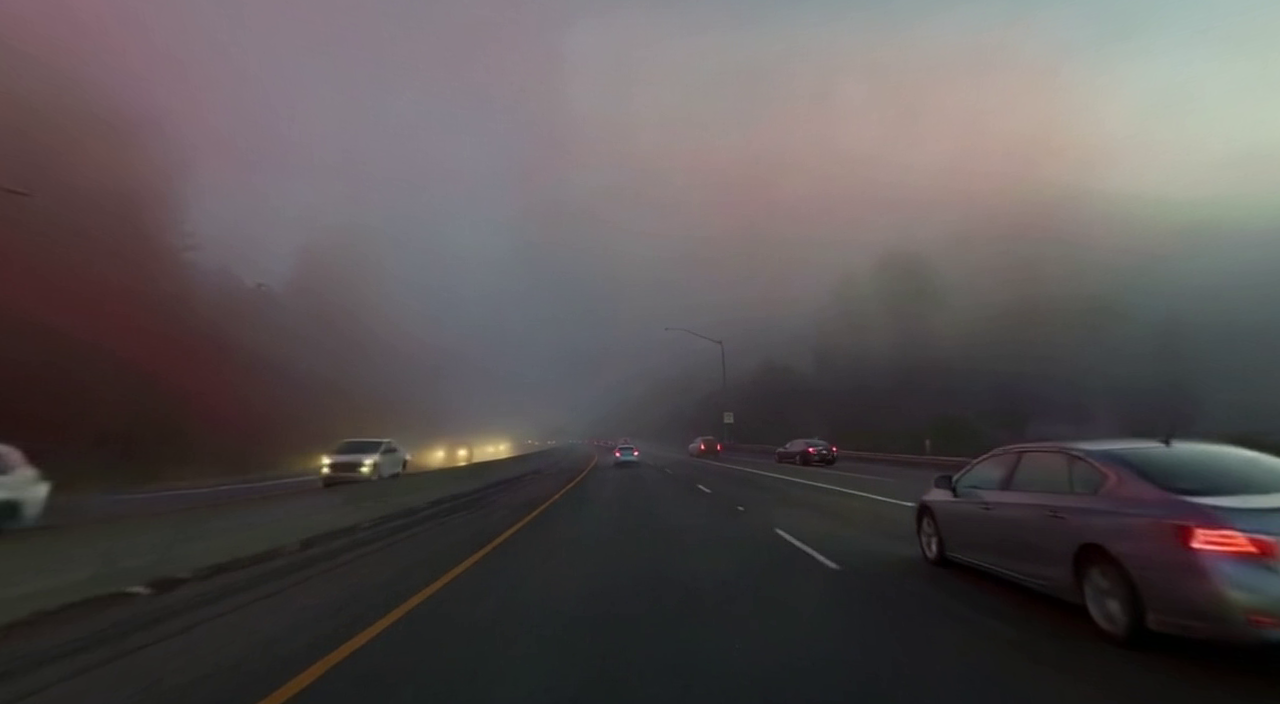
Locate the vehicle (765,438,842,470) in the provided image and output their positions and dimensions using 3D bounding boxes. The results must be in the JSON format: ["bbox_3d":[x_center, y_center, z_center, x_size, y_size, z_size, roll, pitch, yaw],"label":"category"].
[{"bbox_3d":[8.270,5.245,32.542,2.196,1.494,4.735,1,-9,-7],"label":"vehicle"}]

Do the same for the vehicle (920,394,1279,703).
[{"bbox_3d":[3.729,1.092,3.783,1.972,1.488,4.335,1,-9,-2],"label":"vehicle"}]

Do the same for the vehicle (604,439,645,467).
[{"bbox_3d":[-0.967,5.820,36.472,2.090,1.510,4.280,1,-9,-5],"label":"vehicle"}]

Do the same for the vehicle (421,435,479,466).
[{"bbox_3d":[-10.953,5.705,36.796,2.174,1.654,4.680,1,-9,-3],"label":"vehicle"}]

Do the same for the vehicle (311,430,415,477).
[{"bbox_3d":[-10.510,3.904,24.421,2.113,1.629,4.629,1,-8,-3],"label":"vehicle"}]

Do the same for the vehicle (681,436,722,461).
[{"bbox_3d":[4.221,6.782,44.266,2.094,1.652,3.955,1,-9,-6],"label":"vehicle"}]
